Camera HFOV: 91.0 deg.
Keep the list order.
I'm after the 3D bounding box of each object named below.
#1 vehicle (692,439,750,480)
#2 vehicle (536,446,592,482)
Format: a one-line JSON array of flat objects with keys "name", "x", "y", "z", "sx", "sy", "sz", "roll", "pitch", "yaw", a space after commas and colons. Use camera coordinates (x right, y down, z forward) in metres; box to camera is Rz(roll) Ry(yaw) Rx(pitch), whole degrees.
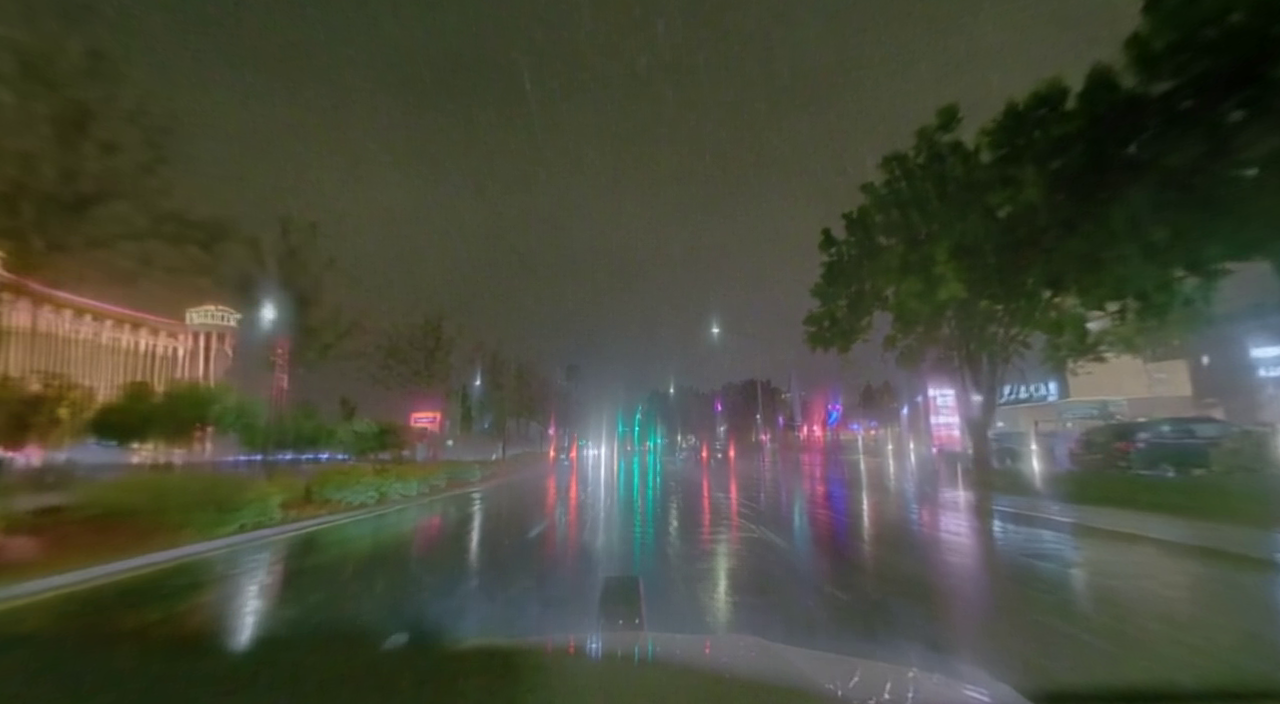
[{"name": "vehicle", "x": 3.744, "y": 5.052, "z": 29.795, "sx": 2.083, "sy": 1.743, "sz": 4.354, "roll": 0, "pitch": -9, "yaw": -1}, {"name": "vehicle", "x": -3.315, "y": 4.987, "z": 28.253, "sx": 2.005, "sy": 1.477, "sz": 4.169, "roll": 0, "pitch": -9, "yaw": 0}]
